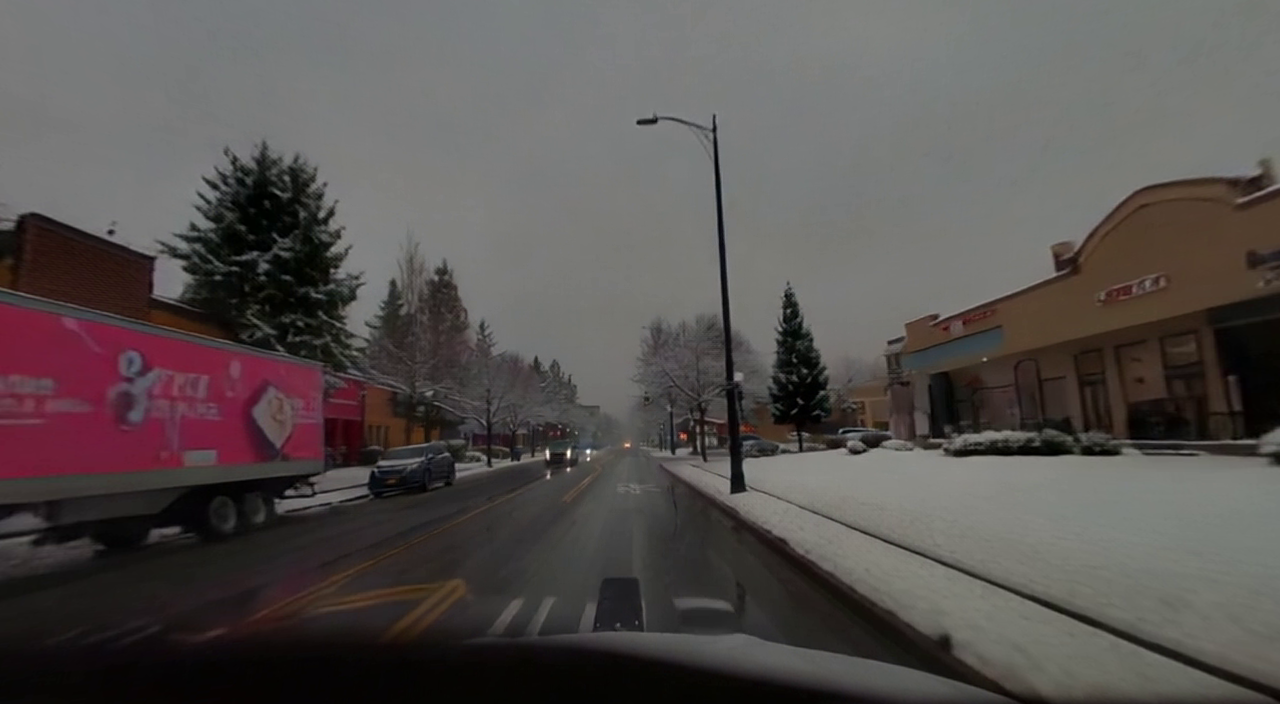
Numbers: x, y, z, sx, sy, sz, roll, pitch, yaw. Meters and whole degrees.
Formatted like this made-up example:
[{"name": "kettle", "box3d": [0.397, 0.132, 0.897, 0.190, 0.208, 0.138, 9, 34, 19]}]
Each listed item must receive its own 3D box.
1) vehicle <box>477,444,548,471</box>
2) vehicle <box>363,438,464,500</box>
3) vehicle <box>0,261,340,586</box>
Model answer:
[{"name": "vehicle", "box3d": [-9.151, 7.615, 45.500, 1.879, 1.543, 4.778, -14, -13, 42]}, {"name": "vehicle", "box3d": [-7.703, 3.966, 21.886, 1.950, 1.743, 4.312, -2, -6, 0]}, {"name": "vehicle", "box3d": [-8.914, 1.169, 9.495, 2.986, 3.768, 11.697, -6, -6, 0]}]
